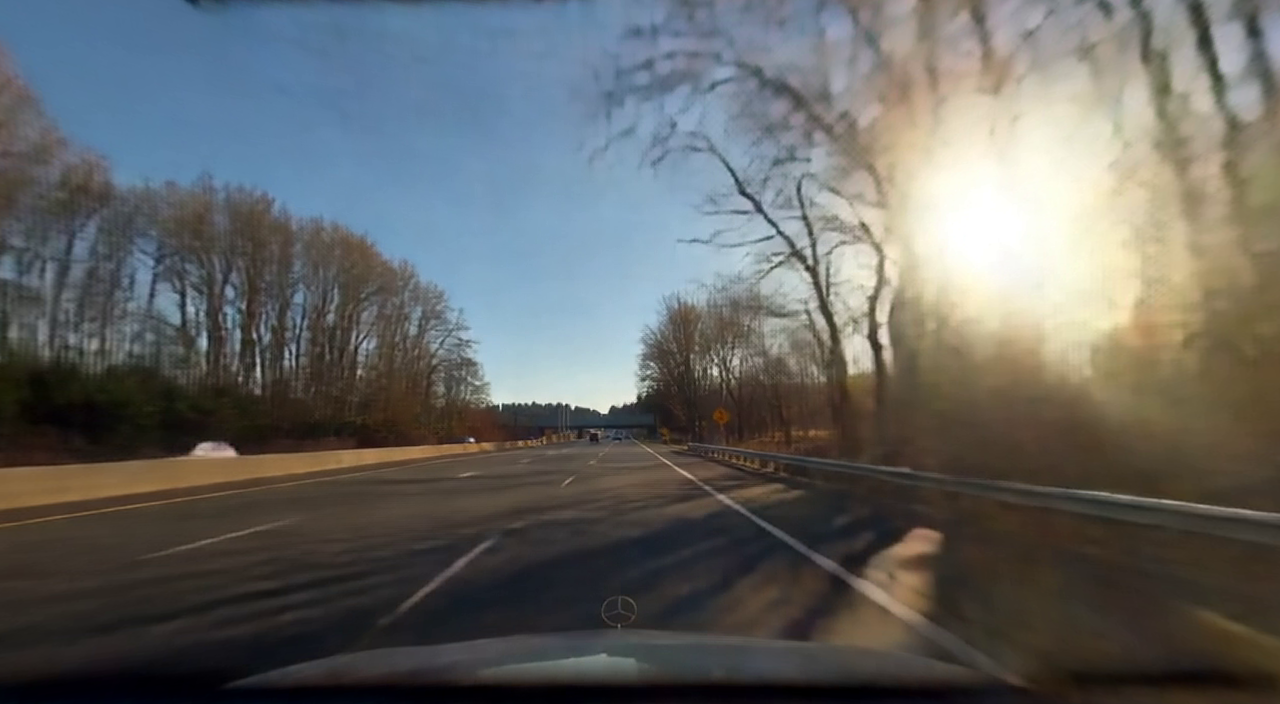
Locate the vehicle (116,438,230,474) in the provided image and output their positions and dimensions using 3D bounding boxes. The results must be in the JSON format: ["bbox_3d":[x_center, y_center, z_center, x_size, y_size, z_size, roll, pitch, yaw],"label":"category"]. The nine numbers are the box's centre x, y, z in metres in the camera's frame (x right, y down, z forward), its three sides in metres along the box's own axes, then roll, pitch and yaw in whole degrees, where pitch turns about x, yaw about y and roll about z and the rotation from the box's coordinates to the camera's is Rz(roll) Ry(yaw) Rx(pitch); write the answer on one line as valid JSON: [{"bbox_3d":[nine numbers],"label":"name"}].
[{"bbox_3d":[-21.395,4.742,29.088,1.830,1.520,4.609,0,-8,-1],"label":"vehicle"}]
